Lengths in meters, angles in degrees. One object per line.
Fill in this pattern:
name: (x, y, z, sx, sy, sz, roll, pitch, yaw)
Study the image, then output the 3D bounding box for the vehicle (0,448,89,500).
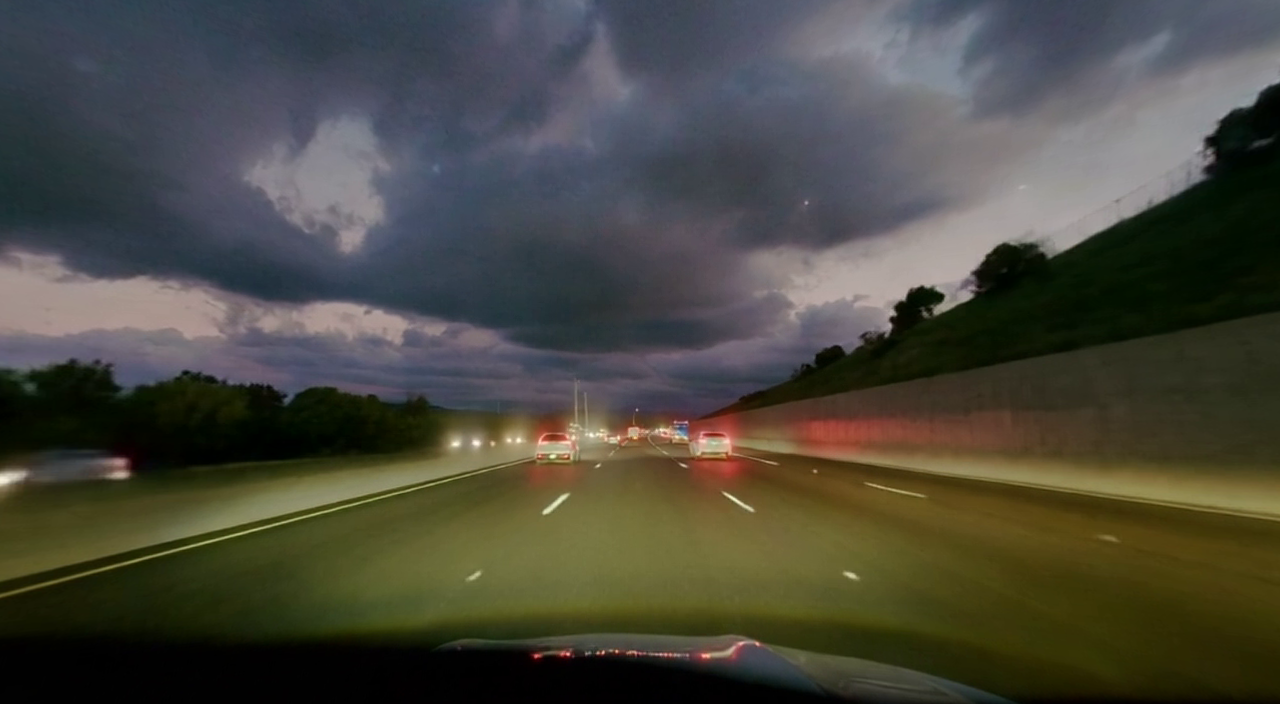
vehicle: (-19.347, 3.682, 19.232, 1.754, 1.429, 3.677, 0, -8, -1)

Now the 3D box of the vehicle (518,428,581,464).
vehicle: (-3.906, 4.151, 28.057, 2.204, 1.486, 4.121, 0, -8, 0)

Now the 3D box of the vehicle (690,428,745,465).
vehicle: (3.289, 4.067, 27.373, 1.806, 1.469, 3.681, 0, -8, -1)
